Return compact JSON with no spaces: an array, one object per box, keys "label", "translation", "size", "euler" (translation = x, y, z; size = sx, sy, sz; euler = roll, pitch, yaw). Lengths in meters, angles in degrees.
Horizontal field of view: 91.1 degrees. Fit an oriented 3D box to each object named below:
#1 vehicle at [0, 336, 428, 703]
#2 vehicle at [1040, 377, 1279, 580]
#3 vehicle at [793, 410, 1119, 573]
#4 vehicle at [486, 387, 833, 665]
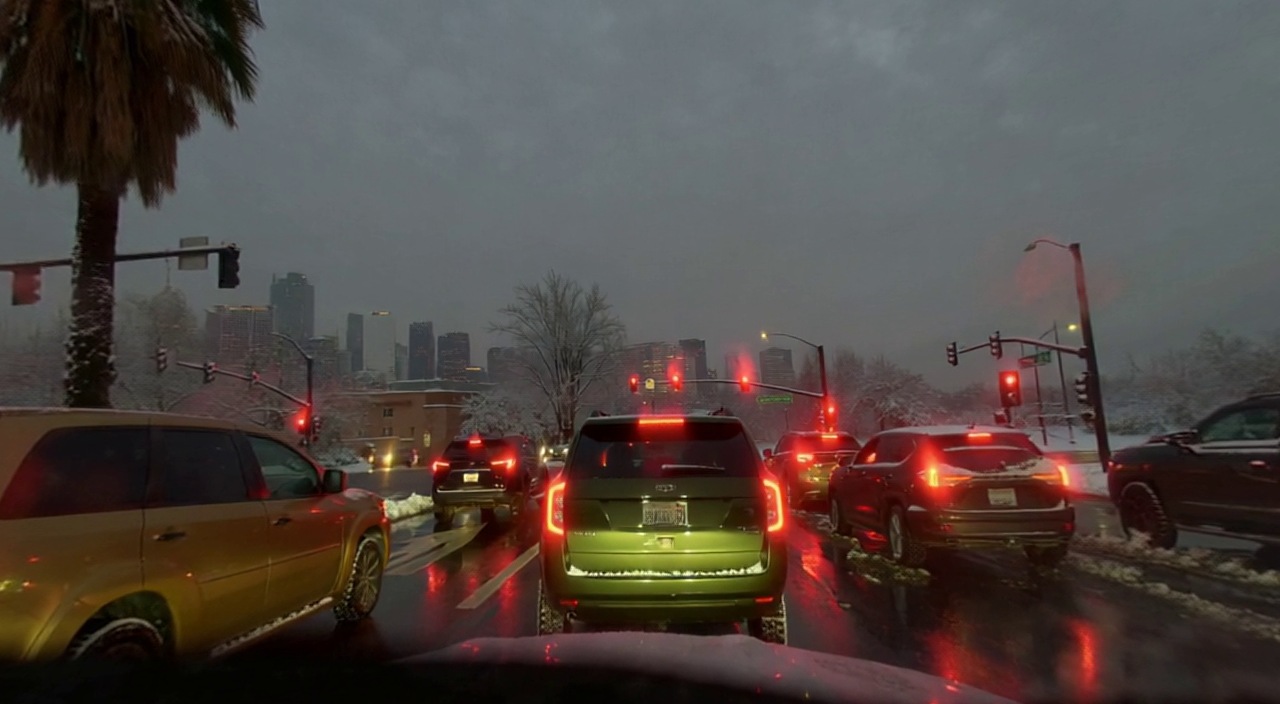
[{"label":"vehicle","translation":[-3.173,1.085,3.885],"size":[2.171,1.702,4.416],"euler":[0,-9,0]},{"label":"vehicle","translation":[7.311,1.318,6.690],"size":[2.337,1.925,5.728],"euler":[0,-8,0]},{"label":"vehicle","translation":[3.987,1.864,9.286],"size":[2.072,1.704,5.170],"euler":[0,-8,-1]},{"label":"vehicle","translation":[0.143,1.373,6.011],"size":[2.123,1.704,4.128],"euler":[0,-9,1]}]
